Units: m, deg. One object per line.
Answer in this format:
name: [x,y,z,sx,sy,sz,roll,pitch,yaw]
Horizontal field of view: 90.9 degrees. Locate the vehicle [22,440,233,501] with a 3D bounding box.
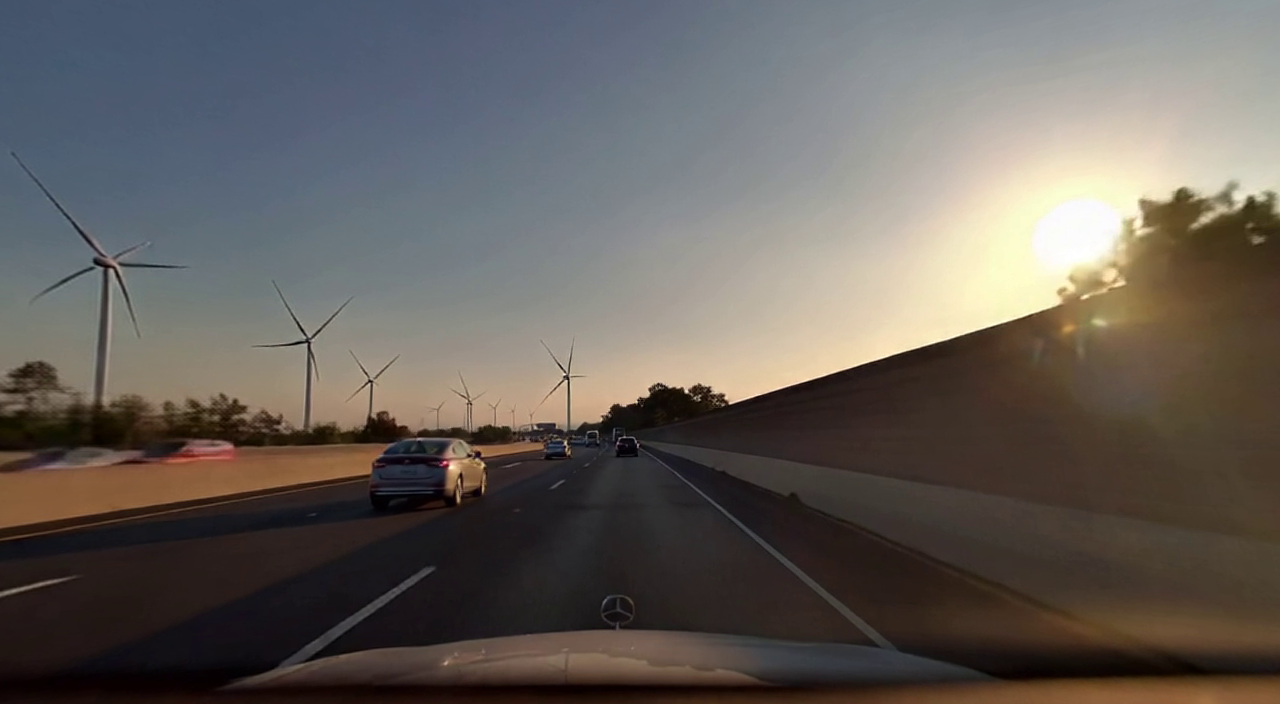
vehicle: [-14.176,3.264,17.920,2.128,1.457,4.646,0,-8,-1]

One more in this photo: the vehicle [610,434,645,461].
vehicle: [-0.760,5.719,38.031,2.027,1.550,3.607,0,-8,-1]

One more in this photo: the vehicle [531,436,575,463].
vehicle: [-4.956,5.592,36.417,2.059,1.436,3.802,0,-8,-1]

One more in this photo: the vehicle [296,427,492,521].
vehicle: [-4.427,2.247,12.301,1.998,1.468,4.635,0,-8,0]
